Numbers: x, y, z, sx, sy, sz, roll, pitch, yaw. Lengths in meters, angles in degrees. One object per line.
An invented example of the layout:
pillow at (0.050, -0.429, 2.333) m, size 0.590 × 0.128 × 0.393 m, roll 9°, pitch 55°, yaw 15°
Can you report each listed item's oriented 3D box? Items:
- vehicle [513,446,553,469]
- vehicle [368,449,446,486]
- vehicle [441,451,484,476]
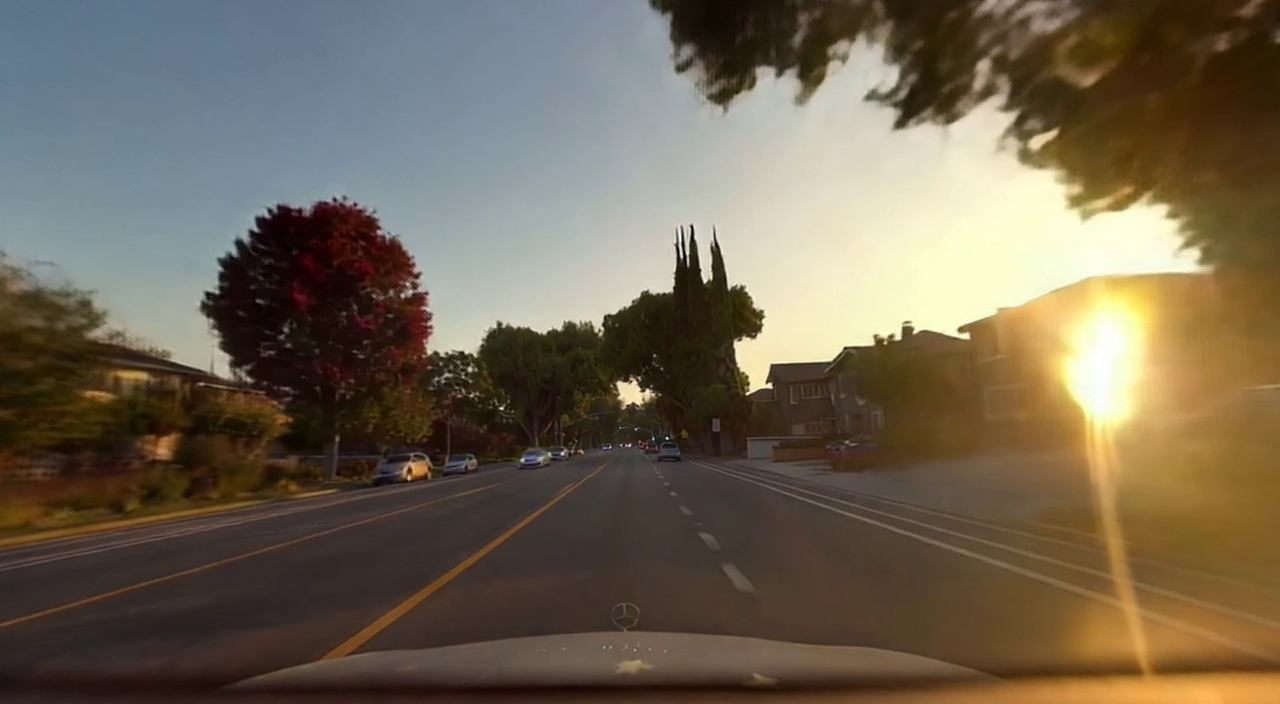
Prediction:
vehicle at (-7.421, 7.377, 44.299) m, size 2.004 × 1.508 × 4.525 m, roll 0°, pitch -9°, yaw 0°
vehicle at (-12.422, 6.177, 34.140) m, size 2.094 × 1.797 × 5.655 m, roll 0°, pitch -9°, yaw 0°
vehicle at (-12.612, 7.939, 45.080) m, size 1.969 × 1.613 × 4.129 m, roll -3°, pitch -9°, yaw -1°
